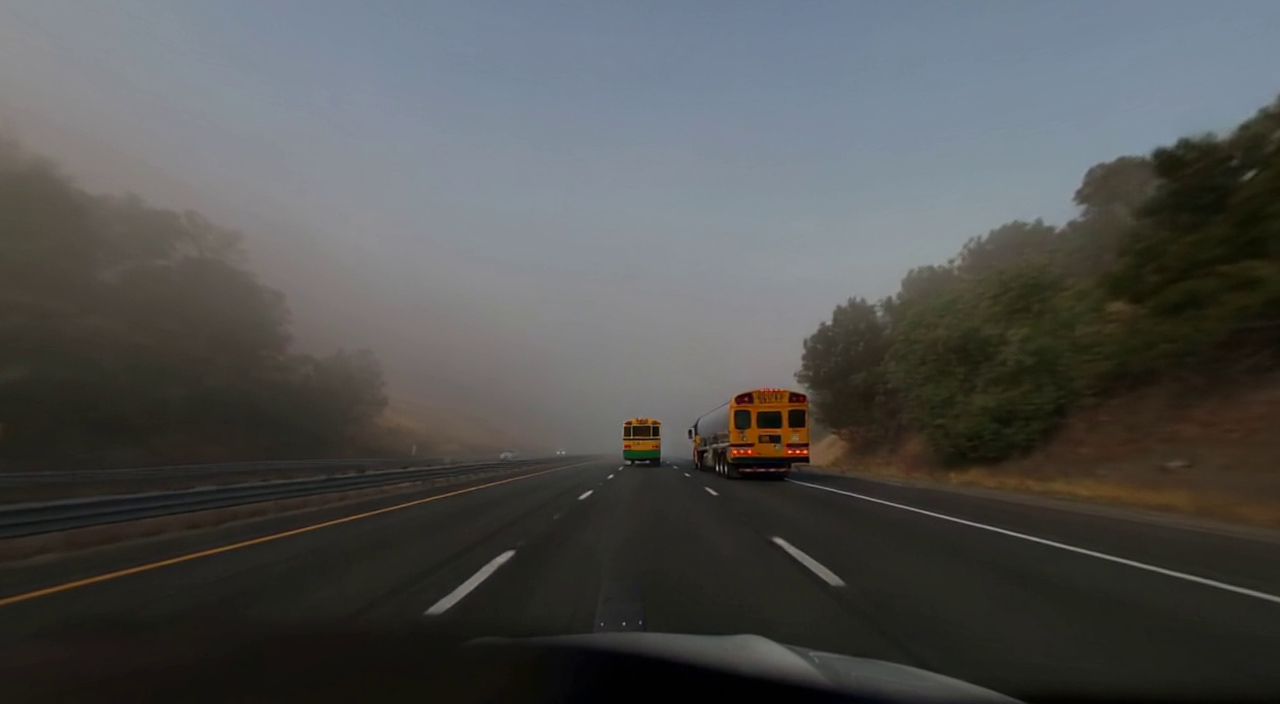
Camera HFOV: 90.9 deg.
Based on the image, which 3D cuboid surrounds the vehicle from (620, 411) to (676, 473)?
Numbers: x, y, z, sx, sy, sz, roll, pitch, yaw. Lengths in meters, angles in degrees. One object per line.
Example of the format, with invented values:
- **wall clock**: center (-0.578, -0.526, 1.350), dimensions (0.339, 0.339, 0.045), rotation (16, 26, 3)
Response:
- **vehicle**: center (0.453, 5.575, 38.840), dimensions (2.948, 3.265, 10.569), rotation (0, -8, 0)

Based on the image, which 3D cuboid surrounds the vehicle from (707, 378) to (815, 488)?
- **vehicle**: center (4.438, 3.222, 24.819), dimensions (2.716, 3.705, 7.018), rotation (0, -8, -1)
